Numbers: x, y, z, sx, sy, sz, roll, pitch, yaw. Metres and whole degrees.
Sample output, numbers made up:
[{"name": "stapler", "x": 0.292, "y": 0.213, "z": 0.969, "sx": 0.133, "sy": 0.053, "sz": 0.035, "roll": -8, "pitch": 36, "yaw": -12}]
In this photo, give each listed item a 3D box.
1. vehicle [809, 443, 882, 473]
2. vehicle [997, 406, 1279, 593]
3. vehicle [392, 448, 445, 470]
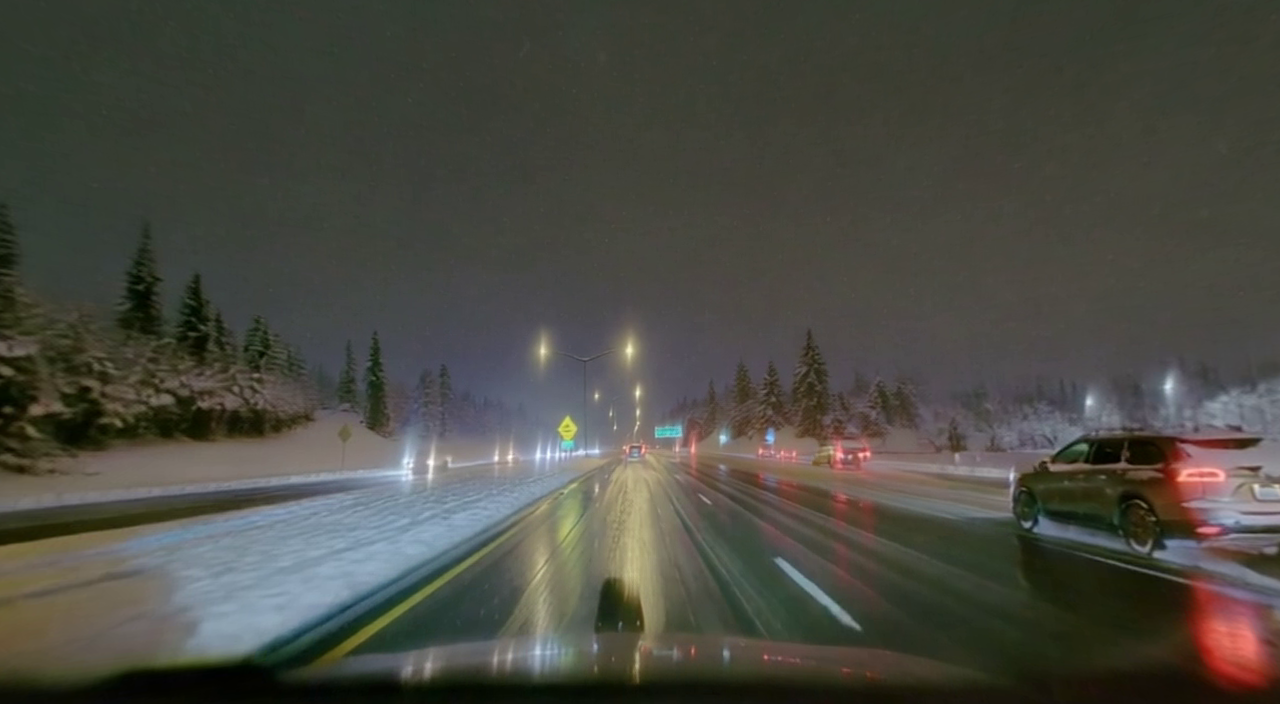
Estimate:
[{"name": "vehicle", "x": 11.182, "y": 5.819, "z": 34.866, "sx": 2.194, "sy": 1.489, "sz": 5.141, "roll": 0, "pitch": -9, "yaw": -1}, {"name": "vehicle", "x": 6.798, "y": 1.654, "z": 7.811, "sx": 2.027, "sy": 1.679, "sz": 4.543, "roll": 0, "pitch": -9, "yaw": -1}, {"name": "vehicle", "x": -14.950, "y": 7.224, "z": 42.884, "sx": 2.002, "sy": 1.427, "sz": 4.270, "roll": 0, "pitch": -9, "yaw": 0}]
